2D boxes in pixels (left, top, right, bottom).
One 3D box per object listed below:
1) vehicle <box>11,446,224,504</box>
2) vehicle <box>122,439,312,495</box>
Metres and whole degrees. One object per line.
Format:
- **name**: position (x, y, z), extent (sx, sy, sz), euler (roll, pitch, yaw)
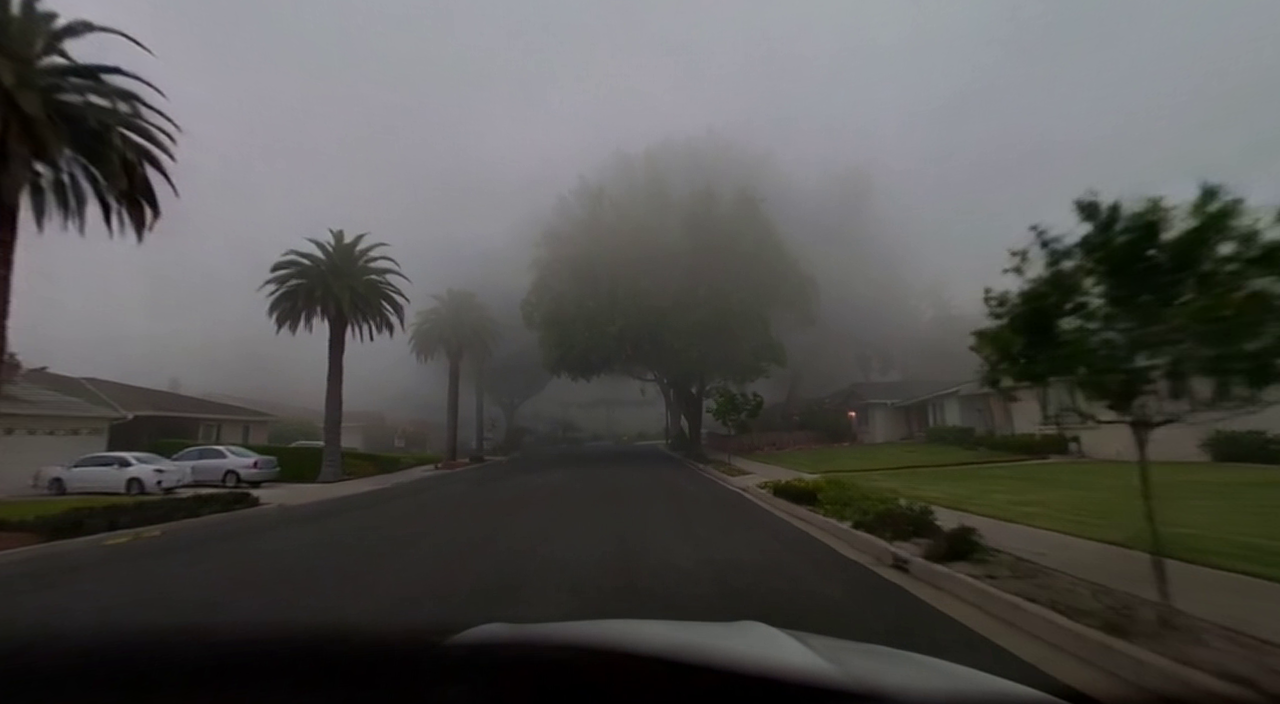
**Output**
- **vehicle**: position (-15.246, 3.592, 18.681), extent (4.358, 1.516, 2.077), euler (0, -8, -3)
- **vehicle**: position (-14.479, 3.930, 21.888), extent (5.050, 1.774, 2.031), euler (0, -8, -2)
